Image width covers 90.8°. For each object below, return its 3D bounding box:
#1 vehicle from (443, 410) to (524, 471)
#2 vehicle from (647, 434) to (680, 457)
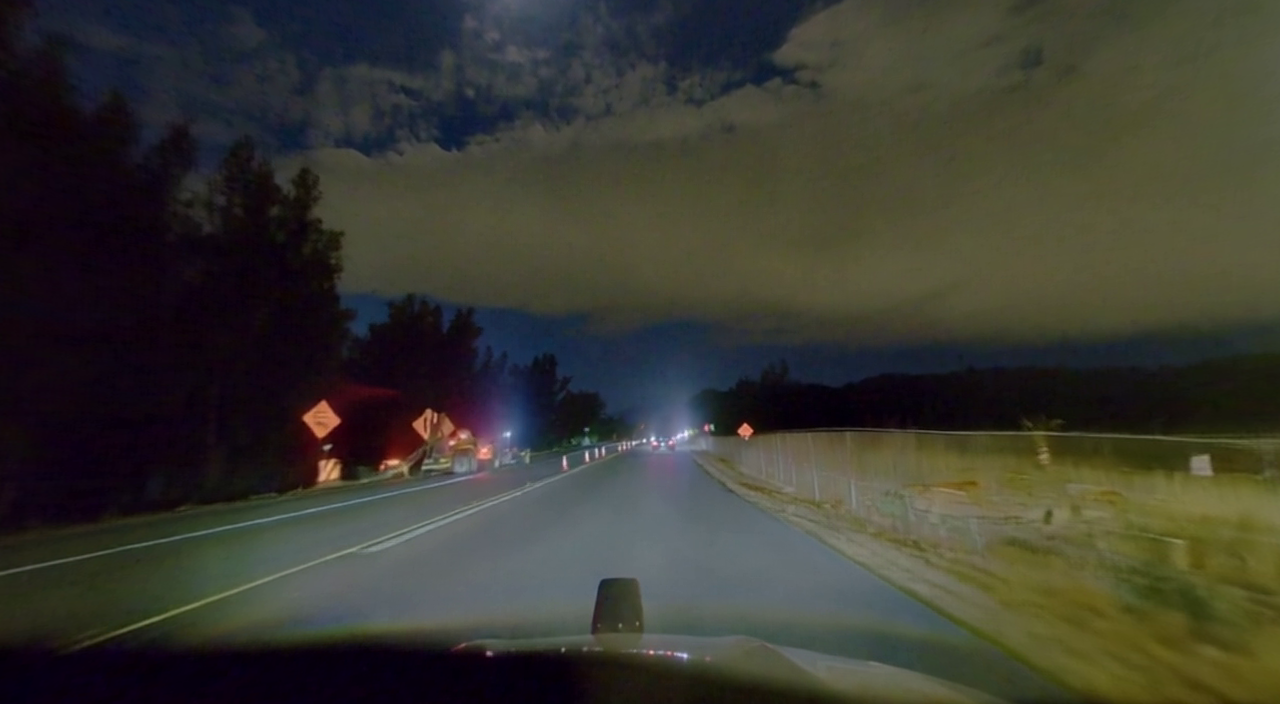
[{"bbox_3d":[-7.344,4.205,29.967,3.064,2.710,2.385,-1,-9,4],"label":"vehicle"},{"bbox_3d":[1.610,6.501,43.923,2.172,1.486,3.581,0,-9,2],"label":"vehicle"}]
